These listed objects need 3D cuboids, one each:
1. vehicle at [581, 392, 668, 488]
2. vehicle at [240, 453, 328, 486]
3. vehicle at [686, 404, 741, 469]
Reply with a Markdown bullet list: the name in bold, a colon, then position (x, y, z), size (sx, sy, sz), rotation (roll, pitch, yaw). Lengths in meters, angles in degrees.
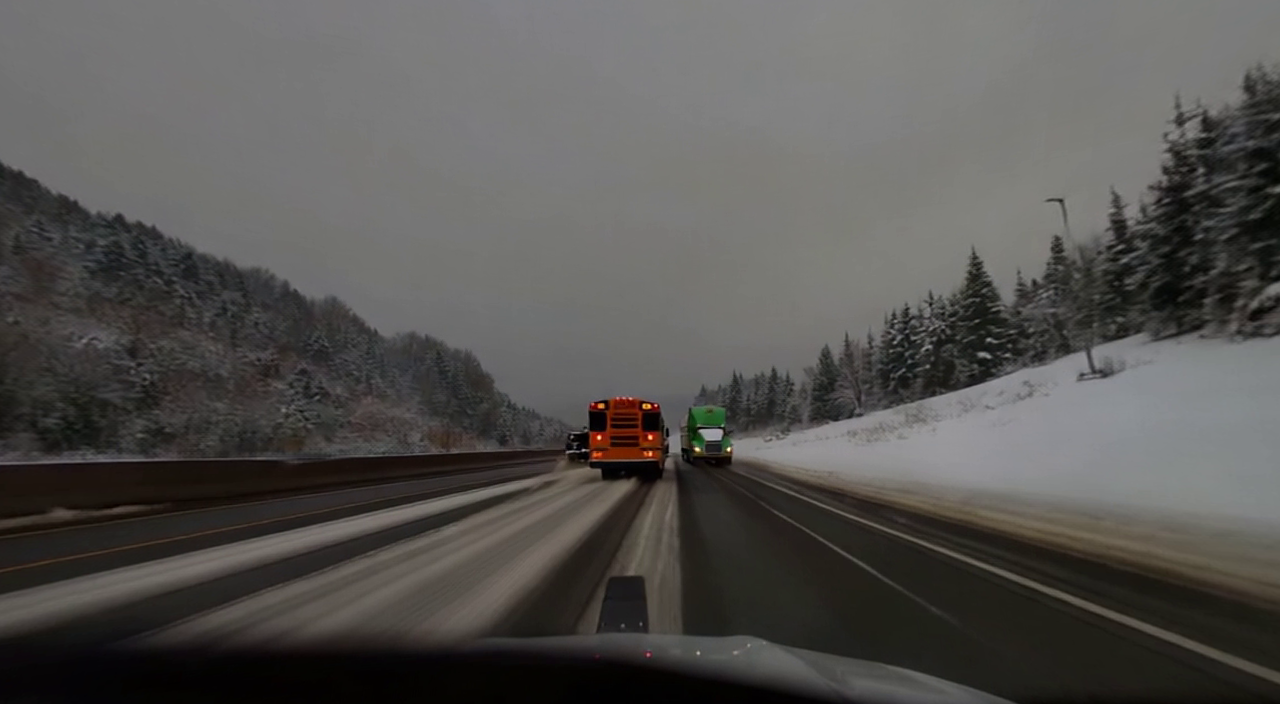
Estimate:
- **vehicle**: position (-0.295, 3.796, 27.066), size (2.948, 3.265, 10.569), rotation (0, -8, 3)
- **vehicle**: position (-17.879, 5.893, 31.905), size (1.842, 1.482, 4.133), rotation (-1, -8, 3)
- **vehicle**: position (4.479, 5.388, 39.835), size (2.716, 3.705, 7.018), rotation (0, -9, 1)
